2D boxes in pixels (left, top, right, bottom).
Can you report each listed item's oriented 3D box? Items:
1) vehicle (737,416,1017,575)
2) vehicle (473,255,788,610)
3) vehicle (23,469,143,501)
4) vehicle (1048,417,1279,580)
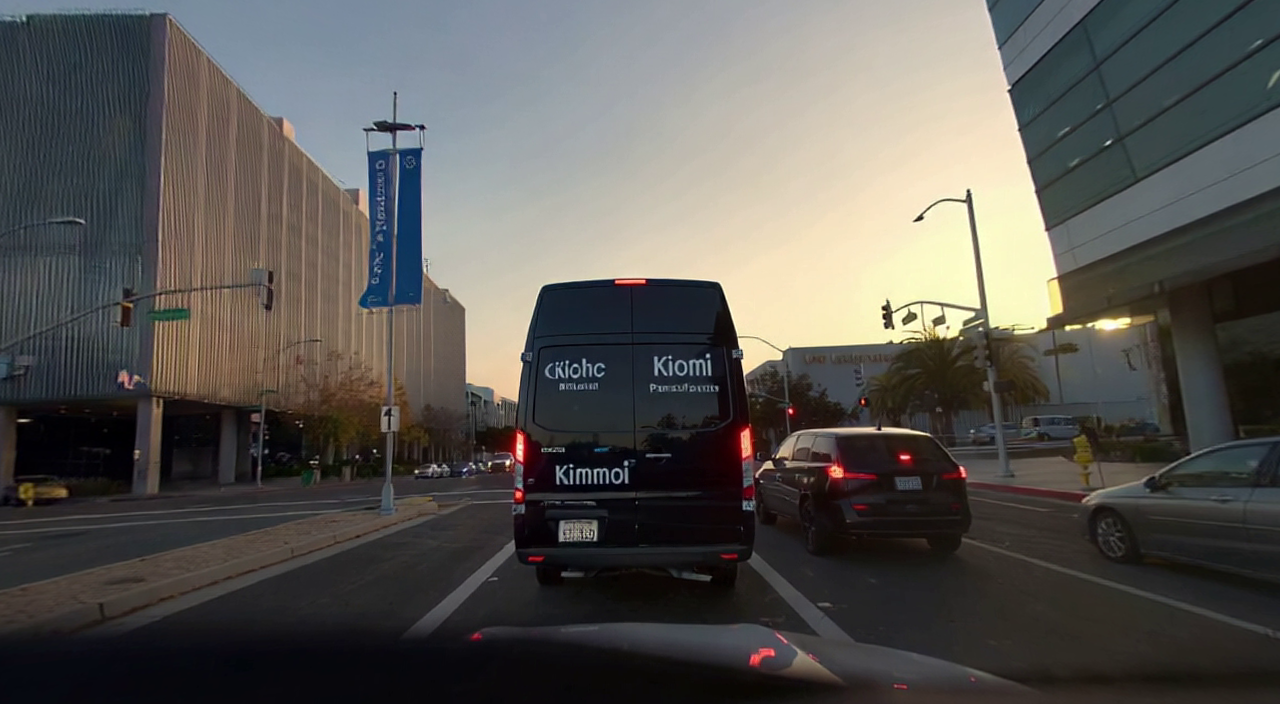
[{"bbox_3d":[2.878,1.864,9.052,2.183,1.676,4.506,0,-8,-1],"label":"vehicle"},{"bbox_3d":[-0.044,1.175,9.077,2.613,3.035,7.342,0,-8,1],"label":"vehicle"},{"bbox_3d":[-31.104,7.434,35.405,4.806,1.652,1.869,0,-8,-2],"label":"vehicle"},{"bbox_3d":[7.527,1.587,7.016,1.963,1.669,4.678,3,-9,-20],"label":"vehicle"}]
